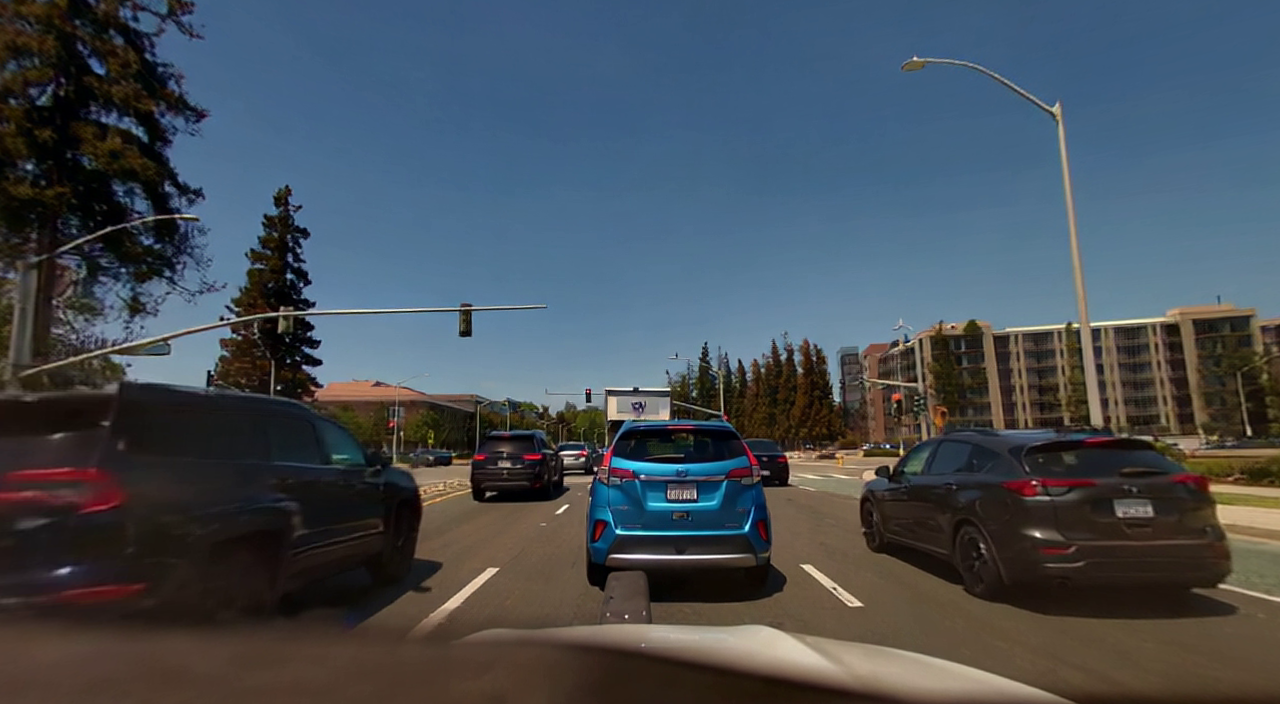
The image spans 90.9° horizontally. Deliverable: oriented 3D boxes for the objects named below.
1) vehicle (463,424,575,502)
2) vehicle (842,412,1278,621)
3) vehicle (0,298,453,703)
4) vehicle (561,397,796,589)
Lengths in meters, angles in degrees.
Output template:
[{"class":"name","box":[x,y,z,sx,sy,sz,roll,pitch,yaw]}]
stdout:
[{"class":"vehicle","box":[-3.121,2.998,17.436,2.054,1.814,4.941,0,-8,1]},{"class":"vehicle","box":[3.902,1.562,6.929,1.954,1.592,3.992,0,-8,-1]},{"class":"vehicle","box":[-3.195,1.063,4.568,2.209,1.828,4.847,0,-8,0]},{"class":"vehicle","box":[0.374,1.630,8.091,2.172,1.764,4.338,0,-8,1]}]
